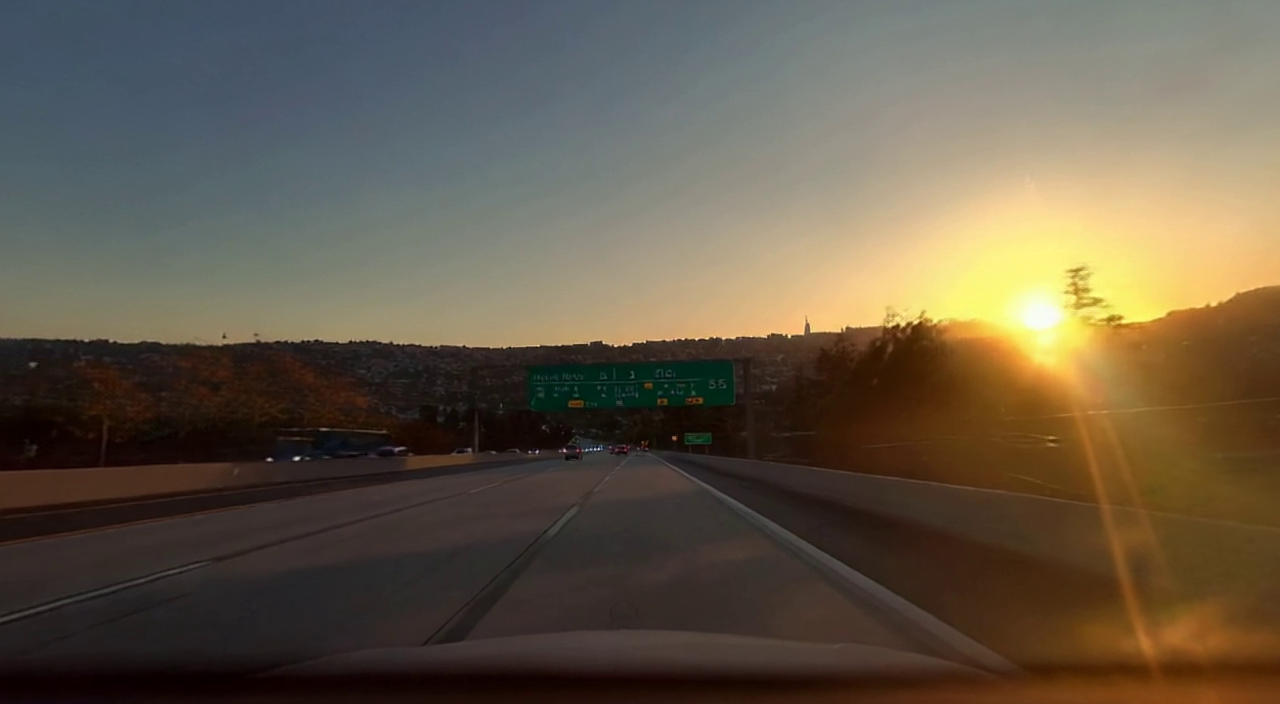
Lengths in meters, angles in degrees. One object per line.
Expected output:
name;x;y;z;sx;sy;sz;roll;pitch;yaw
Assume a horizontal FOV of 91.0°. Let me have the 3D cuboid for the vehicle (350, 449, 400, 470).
vehicle;-20.588;8.356;49.040;1.992;1.481;4.283;0;-9;1
